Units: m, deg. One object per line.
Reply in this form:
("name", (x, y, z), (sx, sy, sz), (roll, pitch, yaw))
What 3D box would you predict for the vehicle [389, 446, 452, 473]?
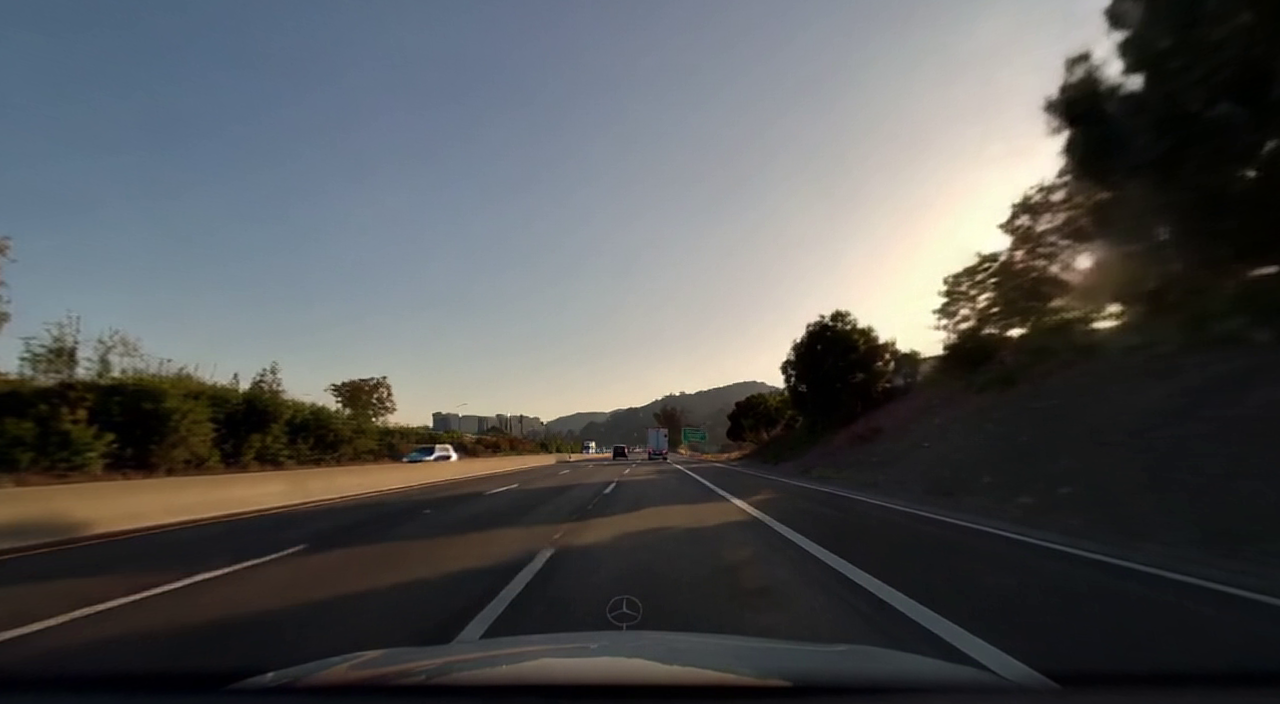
("vehicle", (-13.207, 6.474, 38.203), (2.077, 1.541, 4.507), (0, -8, 2))
